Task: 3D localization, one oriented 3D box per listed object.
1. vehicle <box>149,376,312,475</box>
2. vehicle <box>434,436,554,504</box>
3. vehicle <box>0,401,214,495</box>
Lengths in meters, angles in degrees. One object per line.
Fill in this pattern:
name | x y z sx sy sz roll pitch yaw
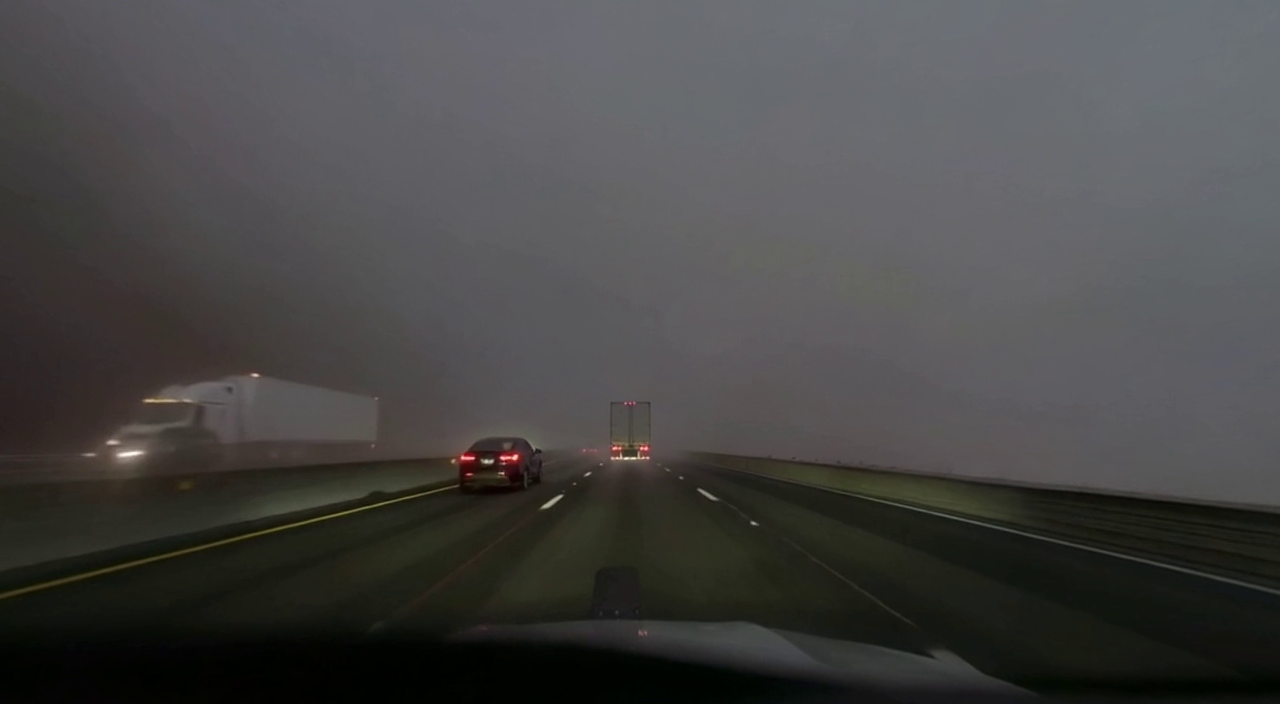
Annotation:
vehicle | -17.342 3.273 27.157 2.915 3.765 5.897 -1 -9 0
vehicle | -3.626 3.016 16.471 2.057 1.519 4.372 0 -9 1
vehicle | -12.897 2.306 15.006 2.047 1.878 4.683 0 -9 0
